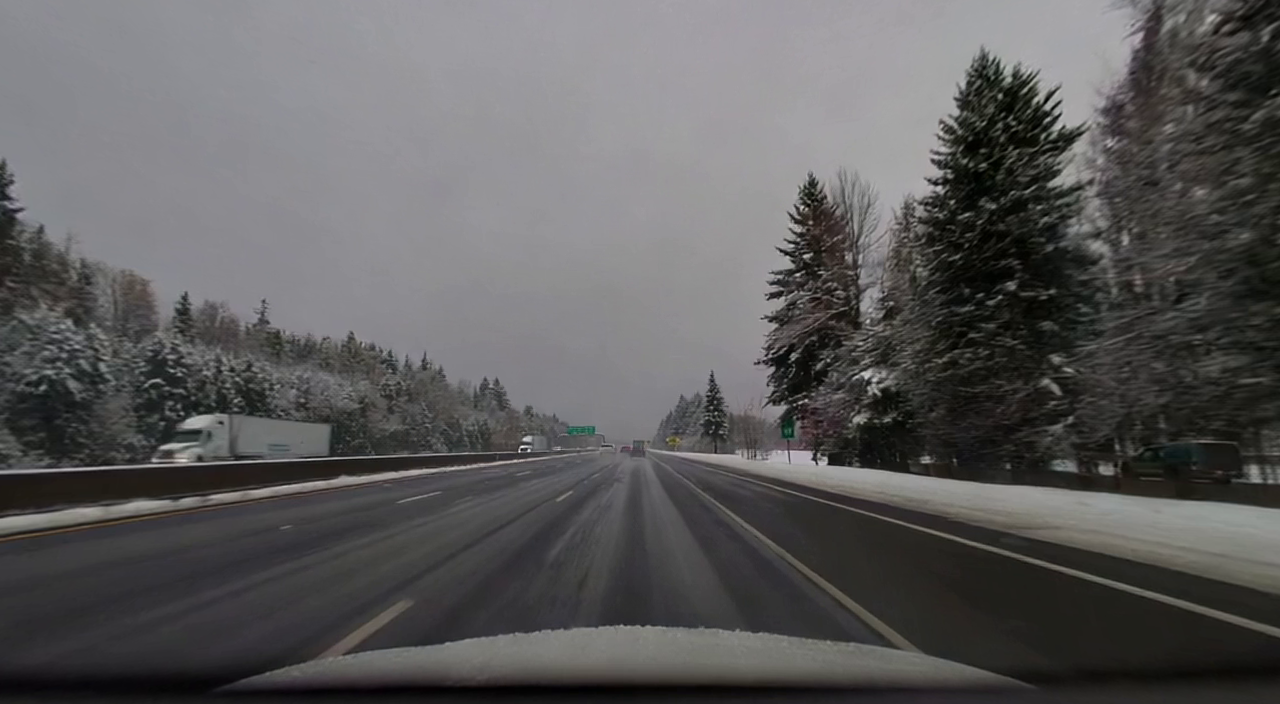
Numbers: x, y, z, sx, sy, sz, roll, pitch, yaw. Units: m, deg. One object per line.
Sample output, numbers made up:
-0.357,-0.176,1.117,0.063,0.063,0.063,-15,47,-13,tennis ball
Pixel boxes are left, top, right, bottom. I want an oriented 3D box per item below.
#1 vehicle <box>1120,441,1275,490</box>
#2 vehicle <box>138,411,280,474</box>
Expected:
18.888,3.834,21.650,1.927,1.496,3.915,-1,-9,6,vehicle
-29.701,6.429,44.366,2.905,3.853,10.269,0,-9,-2,vehicle
